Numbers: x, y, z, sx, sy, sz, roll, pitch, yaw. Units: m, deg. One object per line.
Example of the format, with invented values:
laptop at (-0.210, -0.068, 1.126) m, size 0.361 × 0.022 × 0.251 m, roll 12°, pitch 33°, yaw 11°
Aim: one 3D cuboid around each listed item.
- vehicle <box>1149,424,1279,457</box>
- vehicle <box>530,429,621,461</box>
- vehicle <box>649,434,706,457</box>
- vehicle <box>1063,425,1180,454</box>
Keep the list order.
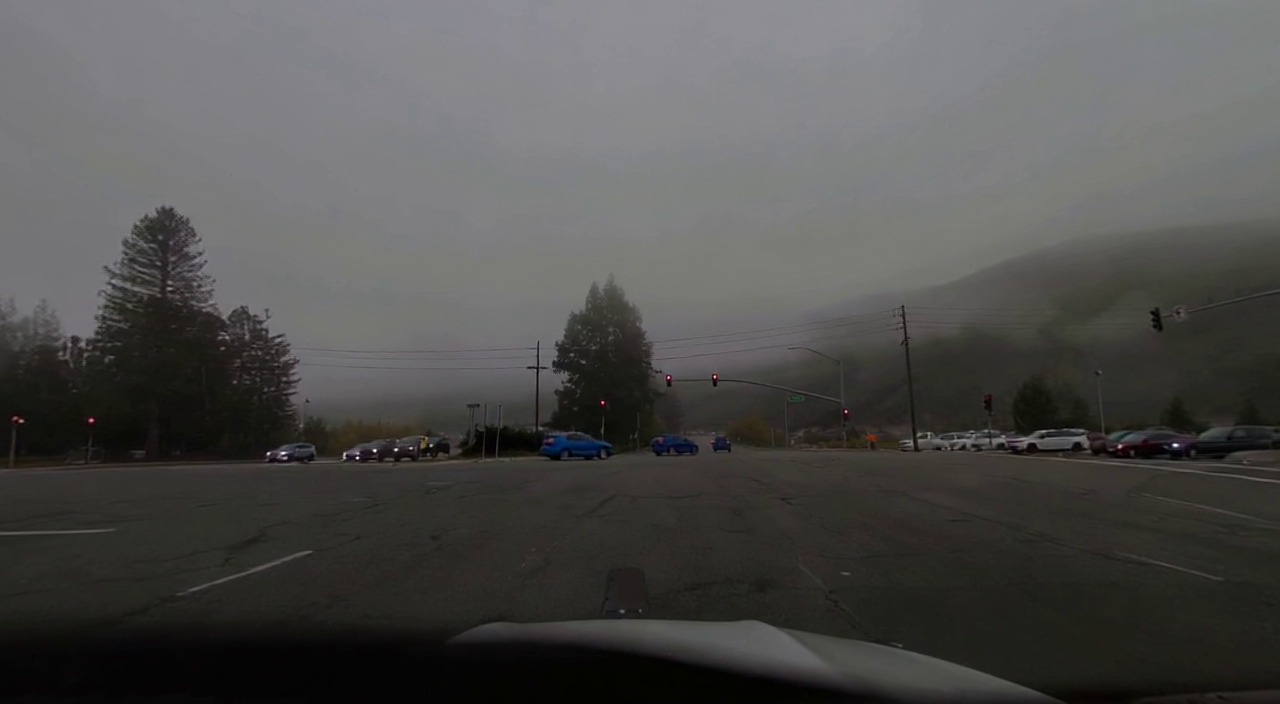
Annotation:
vehicle at (27.284, 4.196, 29.815) m, size 4.778 × 1.495 × 1.959 m, roll 0°, pitch -8°, yaw 0°
vehicle at (-3.692, 5.372, 36.446) m, size 4.812 × 1.735 × 2.105 m, roll 6°, pitch -11°, yaw -37°
vehicle at (2.674, 6.530, 44.191) m, size 2.044 × 1.542 × 4.218 m, roll -6°, pitch -10°, yaw 36°
vehicle at (28.268, 5.157, 37.209) m, size 5.100 × 1.680 × 2.055 m, roll 0°, pitch -8°, yaw 1°
